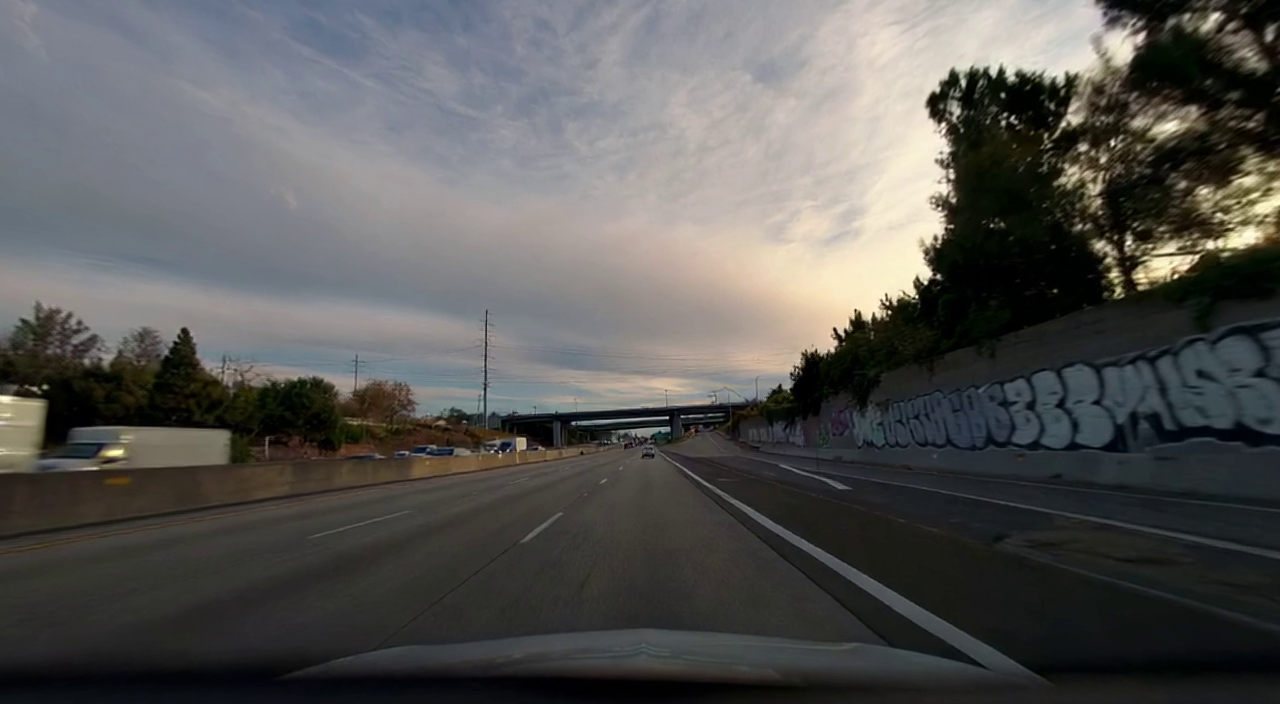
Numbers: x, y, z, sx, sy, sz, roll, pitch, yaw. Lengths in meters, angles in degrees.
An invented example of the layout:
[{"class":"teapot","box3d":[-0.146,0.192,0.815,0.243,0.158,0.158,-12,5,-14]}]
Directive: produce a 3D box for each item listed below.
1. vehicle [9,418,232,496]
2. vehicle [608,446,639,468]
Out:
[{"class":"vehicle","box3d":[-20.217,4.165,25.297,2.870,2.654,6.958,0,-9,1]},{"class":"vehicle","box3d":[-1.185,7.728,46.404,2.041,1.528,4.353,-1,-9,2]}]
